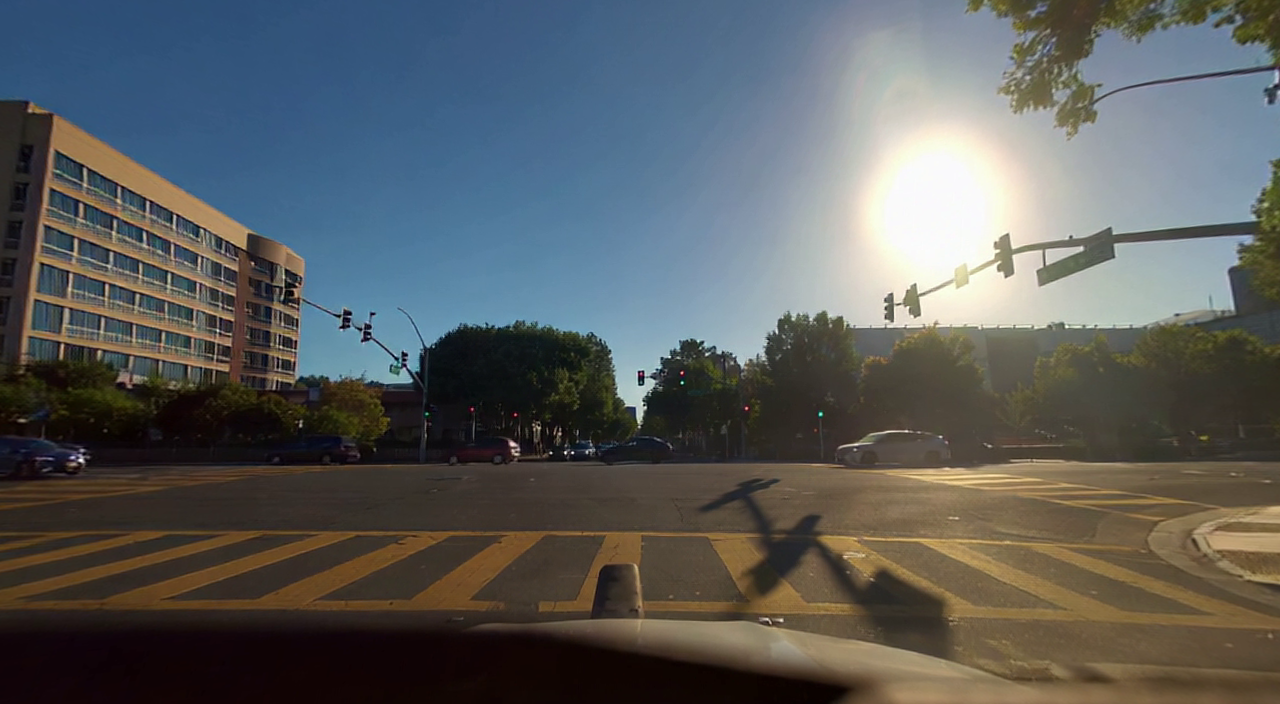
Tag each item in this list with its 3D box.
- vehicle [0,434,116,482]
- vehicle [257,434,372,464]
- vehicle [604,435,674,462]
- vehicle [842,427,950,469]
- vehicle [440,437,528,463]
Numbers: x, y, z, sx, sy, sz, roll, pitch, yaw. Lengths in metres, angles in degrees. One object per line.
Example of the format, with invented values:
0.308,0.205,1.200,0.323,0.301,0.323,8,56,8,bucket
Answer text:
-21.587,3.708,22.138,4.624,1.593,2.018,0,-9,0,vehicle
-20.789,6.232,40.508,6.133,1.833,2.155,0,-9,1,vehicle
-0.049,6.277,41.130,4.488,1.667,1.869,-1,-9,1,vehicle
11.851,4.425,29.199,4.662,1.764,2.064,4,-10,-28,vehicle
-9.130,5.801,37.271,4.724,1.452,1.870,0,-9,0,vehicle
